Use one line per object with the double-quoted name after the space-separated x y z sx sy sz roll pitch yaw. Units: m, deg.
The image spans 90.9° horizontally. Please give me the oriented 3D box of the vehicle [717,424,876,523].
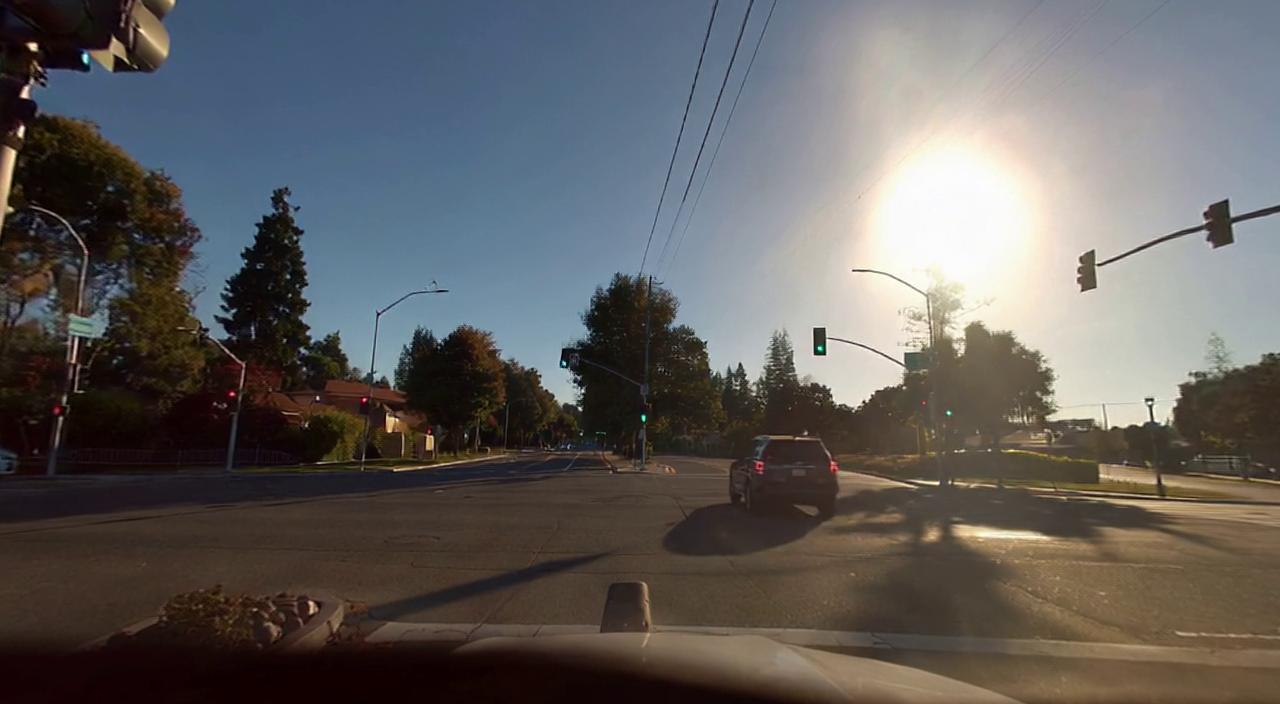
2.999 2.456 13.337 2.150 1.706 4.754 0 -8 0 "vehicle"
